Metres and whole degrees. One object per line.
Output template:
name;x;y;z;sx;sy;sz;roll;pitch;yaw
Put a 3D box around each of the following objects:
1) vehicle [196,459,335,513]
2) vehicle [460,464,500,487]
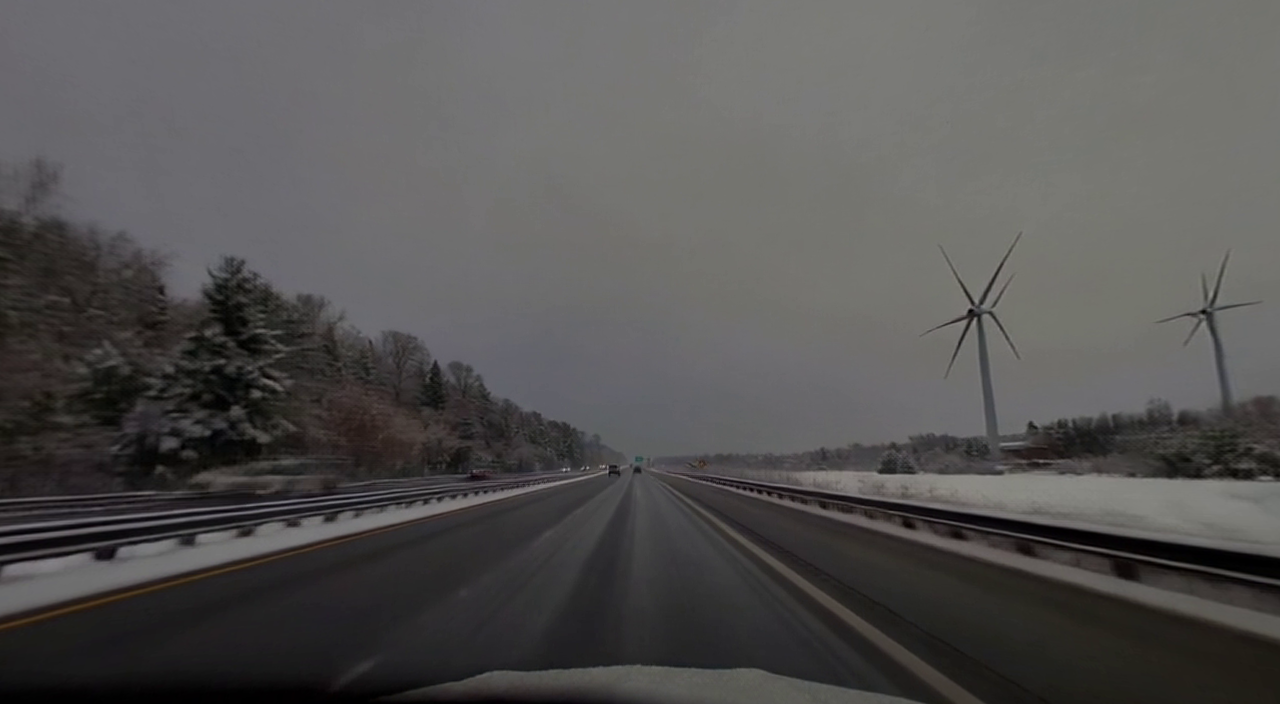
vehicle;-12.034;4.330;20.612;1.978;1.546;4.071;1;-11;0
vehicle;-12.285;9.496;48.562;1.910;1.636;4.292;1;-11;0
